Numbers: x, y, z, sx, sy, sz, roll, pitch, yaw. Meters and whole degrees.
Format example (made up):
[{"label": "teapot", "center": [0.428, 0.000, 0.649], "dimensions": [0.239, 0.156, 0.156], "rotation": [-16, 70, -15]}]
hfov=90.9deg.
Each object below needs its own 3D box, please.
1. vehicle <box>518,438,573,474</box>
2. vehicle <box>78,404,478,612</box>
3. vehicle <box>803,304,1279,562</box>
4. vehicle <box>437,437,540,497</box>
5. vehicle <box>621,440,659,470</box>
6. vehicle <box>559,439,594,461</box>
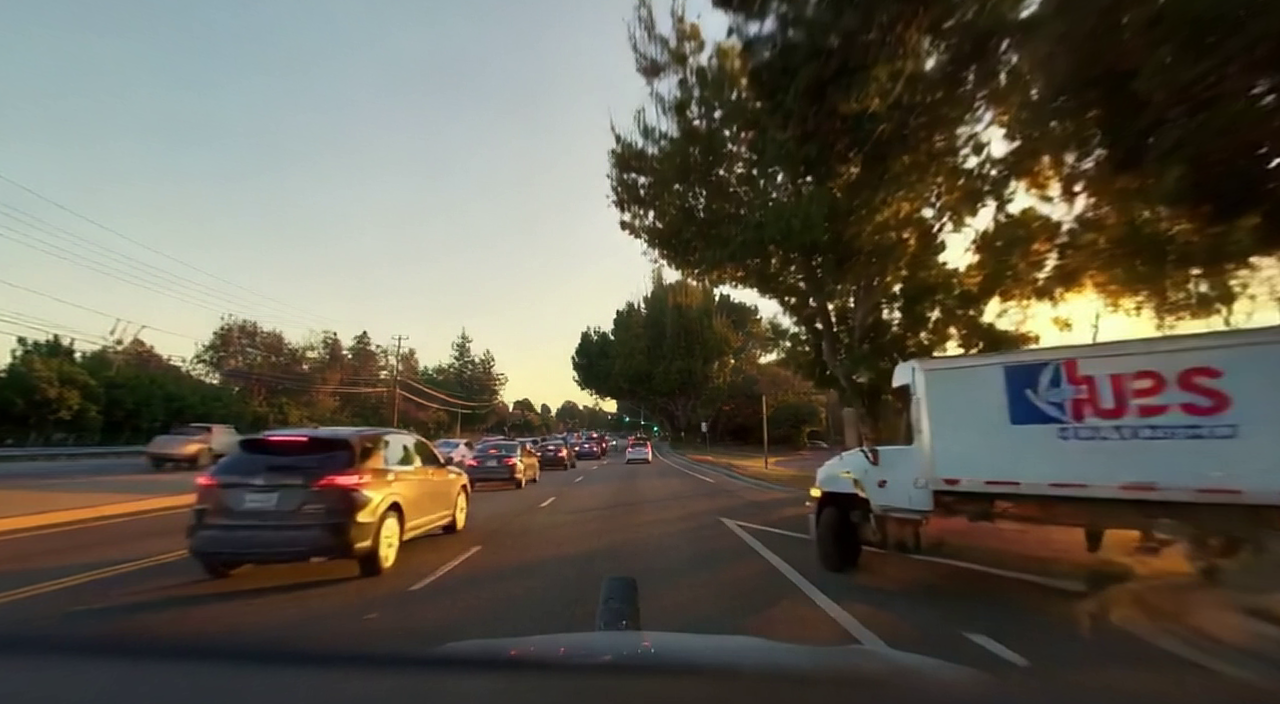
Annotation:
[{"label": "vehicle", "center": [-4.273, 4.790, 29.257], "dimensions": [1.871, 1.502, 4.240], "rotation": [-1, -8, 0]}, {"label": "vehicle", "center": [-3.519, 1.585, 7.395], "dimensions": [2.007, 1.664, 4.431], "rotation": [-1, -8, 1]}, {"label": "vehicle", "center": [7.404, 1.362, 10.389], "dimensions": [3.138, 3.120, 8.670], "rotation": [7, -11, -43]}, {"label": "vehicle", "center": [-4.241, 3.276, 18.475], "dimensions": [1.904, 1.496, 4.481], "rotation": [0, -8, 0]}, {"label": "vehicle", "center": [-0.024, 5.474, 33.736], "dimensions": [1.875, 1.453, 3.888], "rotation": [0, -8, -1]}, {"label": "vehicle", "center": [-4.305, 6.707, 43.374], "dimensions": [1.975, 1.447, 4.356], "rotation": [-1, -8, 1]}]
